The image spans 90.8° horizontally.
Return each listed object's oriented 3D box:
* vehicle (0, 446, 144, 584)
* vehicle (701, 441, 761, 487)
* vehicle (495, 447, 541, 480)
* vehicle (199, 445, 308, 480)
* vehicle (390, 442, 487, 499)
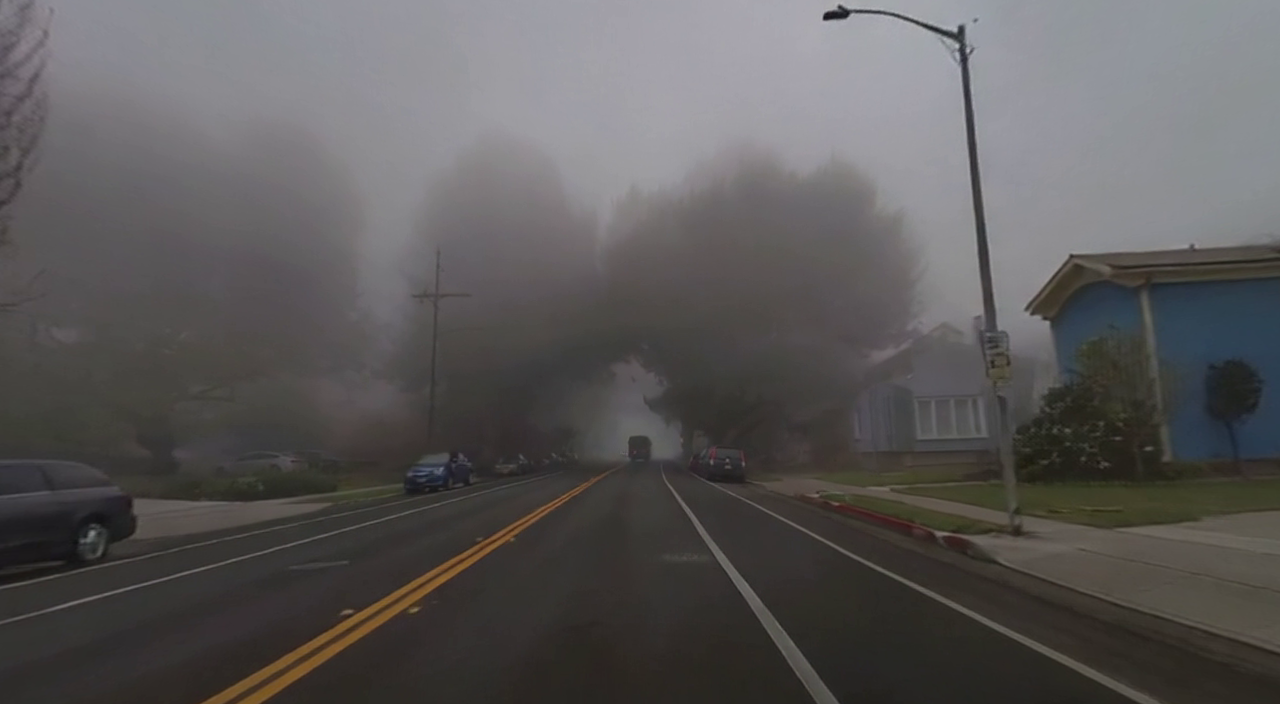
[{"bbox_3d":[-8.168,1.853,6.654,1.921,1.494,4.884,-4,-8,1],"label":"vehicle"},{"bbox_3d":[4.283,5.316,30.331,2.060,1.833,4.927,5,-9,1],"label":"vehicle"},{"bbox_3d":[-7.734,7.101,40.457,1.898,1.755,4.603,-5,-8,0],"label":"vehicle"},{"bbox_3d":[-19.855,5.661,32.600,4.197,1.659,2.059,1,-8,0],"label":"vehicle"},{"bbox_3d":[-8.008,4.706,25.742,2.094,1.840,5.450,-6,-8,0],"label":"vehicle"}]
